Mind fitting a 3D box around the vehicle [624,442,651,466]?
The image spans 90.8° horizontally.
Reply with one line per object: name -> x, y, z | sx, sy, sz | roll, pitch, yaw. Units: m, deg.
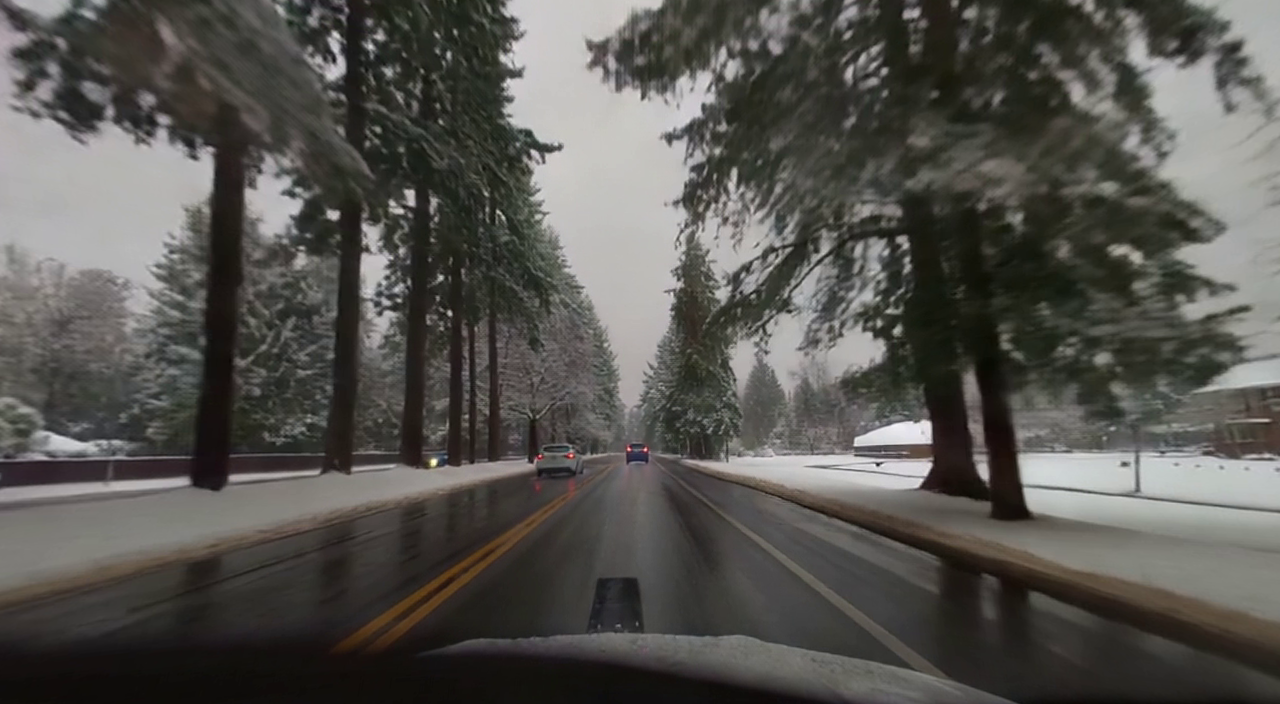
vehicle -> -0.215, 7.989, 49.459 | 2.018, 1.769, 3.897 | 0, -9, 0

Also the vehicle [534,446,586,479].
vehicle -> -3.731, 5.242, 30.171 | 1.917, 1.448, 4.178 | 0, -9, 0
